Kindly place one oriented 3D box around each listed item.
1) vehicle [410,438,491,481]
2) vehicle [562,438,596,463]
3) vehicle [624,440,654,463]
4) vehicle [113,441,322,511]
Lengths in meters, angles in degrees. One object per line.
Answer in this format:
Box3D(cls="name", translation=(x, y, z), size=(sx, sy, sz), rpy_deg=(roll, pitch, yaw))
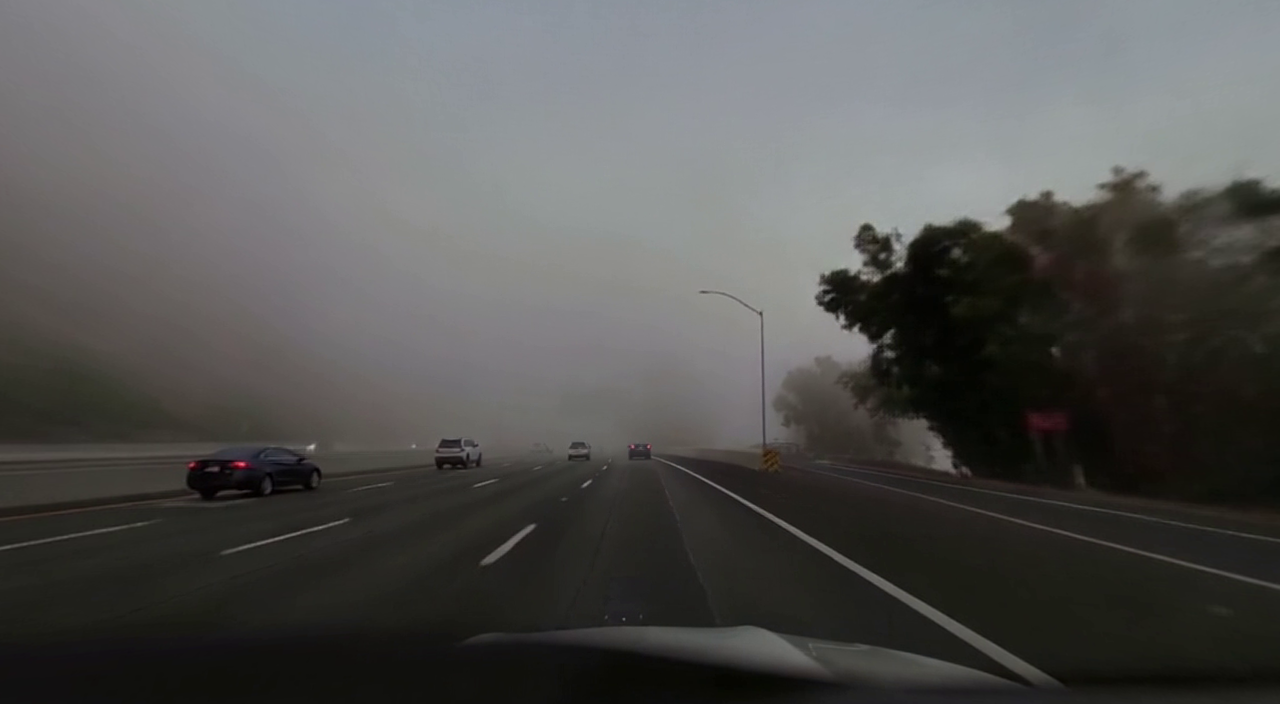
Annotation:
Box3D(cls="vehicle", translation=(-7.642, 4.365, 25.895), size=(2.086, 1.628, 4.039), rpy_deg=(0, -8, 0))
Box3D(cls="vehicle", translation=(-4.150, 6.779, 43.585), size=(1.991, 1.610, 4.606), rpy_deg=(0, -8, -1))
Box3D(cls="vehicle", translation=(-0.093, 6.548, 41.623), size=(1.881, 1.460, 3.694), rpy_deg=(0, -8, -2))
Box3D(cls="vehicle", translation=(-10.286, 3.015, 16.001), size=(1.935, 1.474, 5.033), rpy_deg=(0, -8, -2))
